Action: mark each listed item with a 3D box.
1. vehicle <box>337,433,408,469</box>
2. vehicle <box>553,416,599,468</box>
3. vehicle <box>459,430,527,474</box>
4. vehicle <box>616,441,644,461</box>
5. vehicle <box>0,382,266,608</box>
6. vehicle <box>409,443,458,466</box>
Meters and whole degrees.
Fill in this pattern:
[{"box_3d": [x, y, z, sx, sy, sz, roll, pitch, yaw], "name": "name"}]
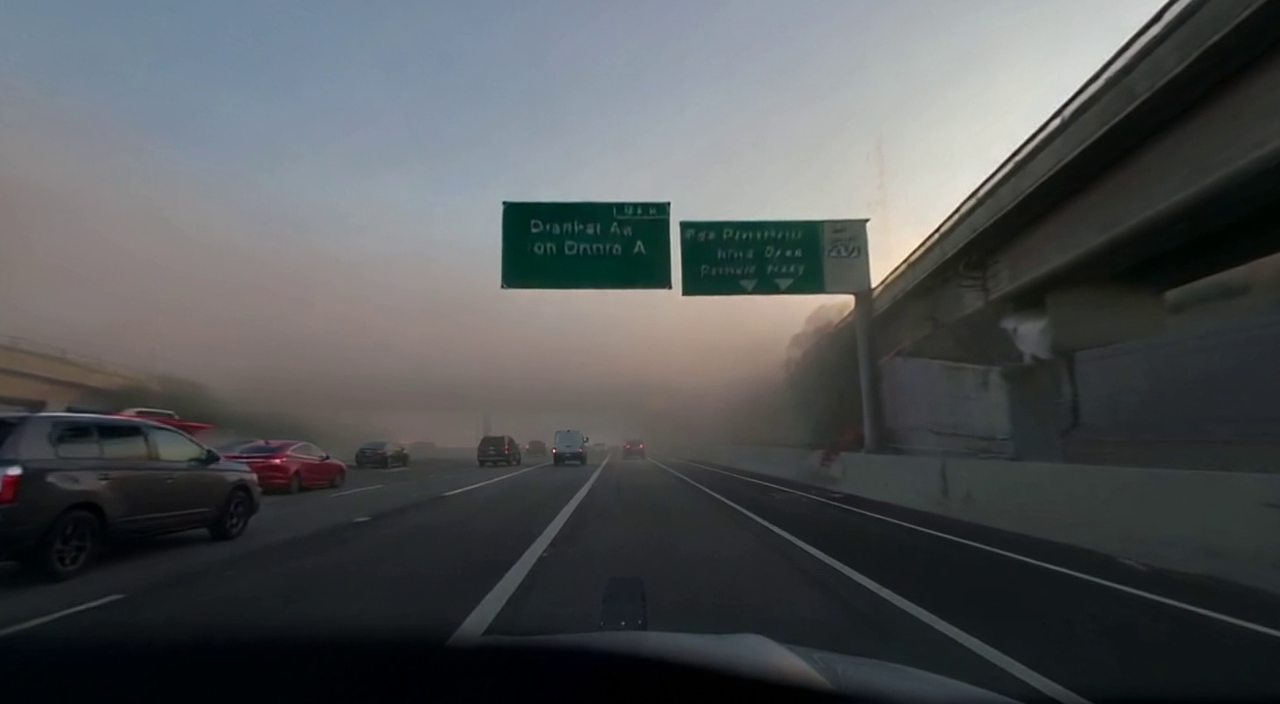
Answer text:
[{"box_3d": [-17.308, 6.416, 40.999, 2.258, 2.139, 5.495, 0, -8, -1], "name": "vehicle"}, {"box_3d": [-3.733, 5.465, 38.031, 2.301, 2.843, 6.458, 0, -8, -2], "name": "vehicle"}, {"box_3d": [-7.017, 4.823, 30.465, 2.179, 1.948, 4.618, 0, -8, 0], "name": "vehicle"}, {"box_3d": [-0.805, 7.764, 49.356, 2.079, 1.506, 4.488, 0, -8, -2], "name": "vehicle"}, {"box_3d": [-6.344, 1.249, 5.708, 2.355, 1.805, 5.938, 0, -8, -2], "name": "vehicle"}, {"box_3d": [-13.919, 6.897, 42.543, 1.899, 1.485, 4.368, 0, -8, -1], "name": "vehicle"}]
